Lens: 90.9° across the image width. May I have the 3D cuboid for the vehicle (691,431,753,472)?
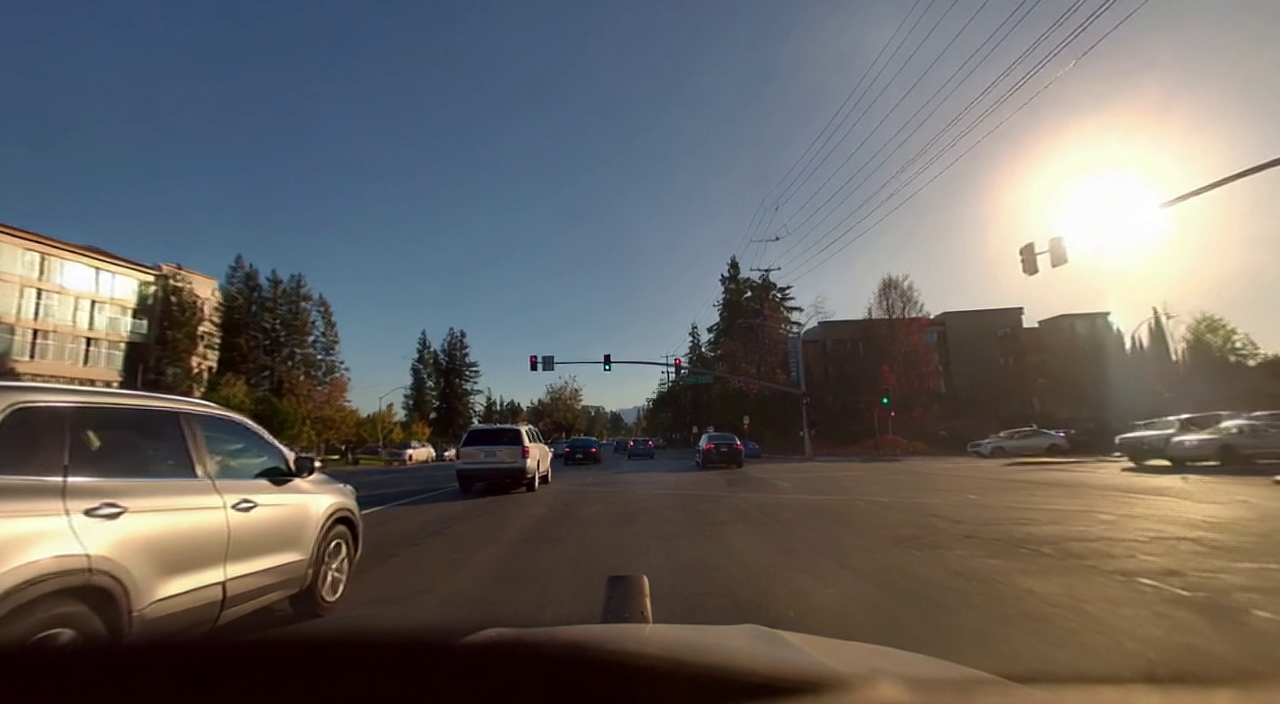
[{"bbox_3d":[3.672,4.586,29.163,2.201,1.734,4.564,0,-8,-1],"label":"vehicle"}]

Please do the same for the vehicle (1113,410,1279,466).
[{"bbox_3d":[19.583,2.963,21.753,5.033,1.802,1.928,1,-9,-5],"label":"vehicle"}]

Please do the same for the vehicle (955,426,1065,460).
[{"bbox_3d":[18.245,4.516,31.230,4.119,1.574,2.028,-1,-8,3],"label":"vehicle"}]

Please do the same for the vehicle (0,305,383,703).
[{"bbox_3d":[-3.267,0.863,3.108,2.127,1.754,4.287,0,-8,1],"label":"vehicle"}]

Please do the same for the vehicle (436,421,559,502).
[{"bbox_3d":[-3.352,2.685,15.827,1.958,1.744,4.315,0,-8,2],"label":"vehicle"}]

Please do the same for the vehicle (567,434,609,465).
[{"bbox_3d":[-2.934,5.600,36.264,1.900,1.677,4.128,0,-8,2],"label":"vehicle"}]

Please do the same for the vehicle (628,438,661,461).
[{"bbox_3d":[0.314,6.780,43.889,2.185,1.515,4.215,0,-8,1],"label":"vehicle"}]
